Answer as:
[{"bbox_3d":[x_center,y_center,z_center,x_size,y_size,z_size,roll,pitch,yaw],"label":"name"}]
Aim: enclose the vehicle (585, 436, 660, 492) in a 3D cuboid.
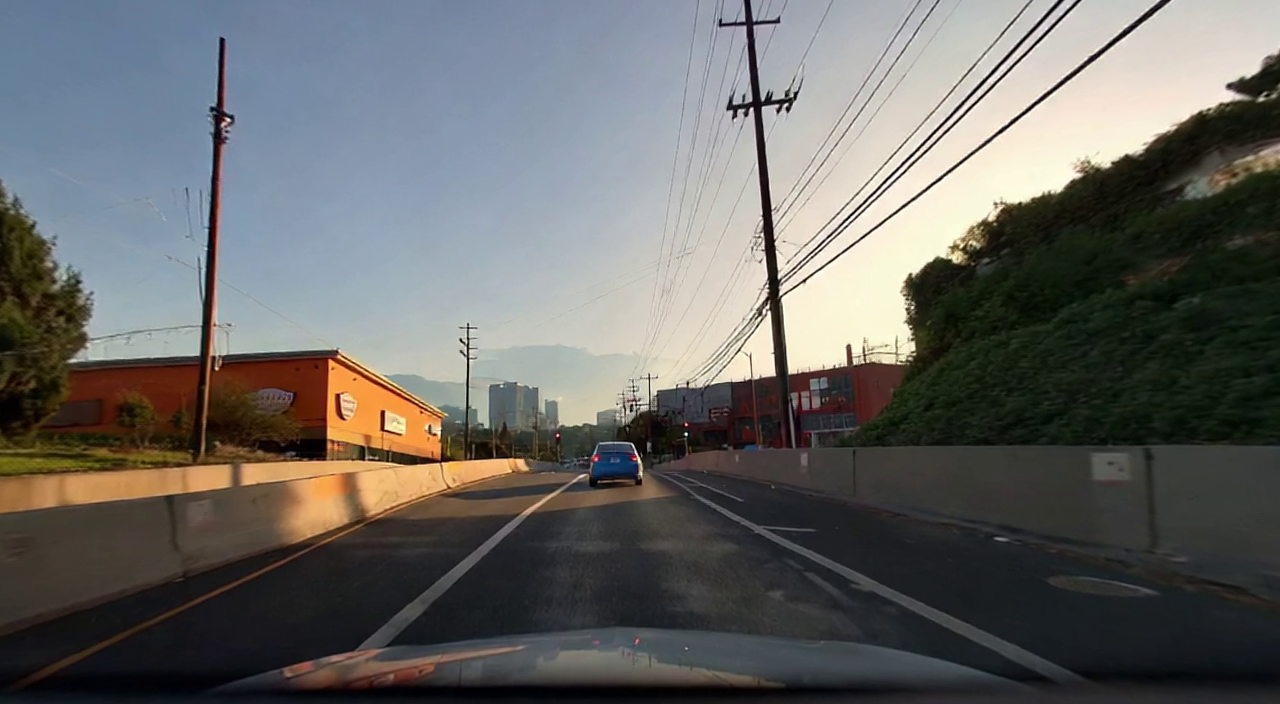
[{"bbox_3d":[-0.600,3.433,19.706,2.123,1.566,3.662,0,-8,-3],"label":"vehicle"}]
